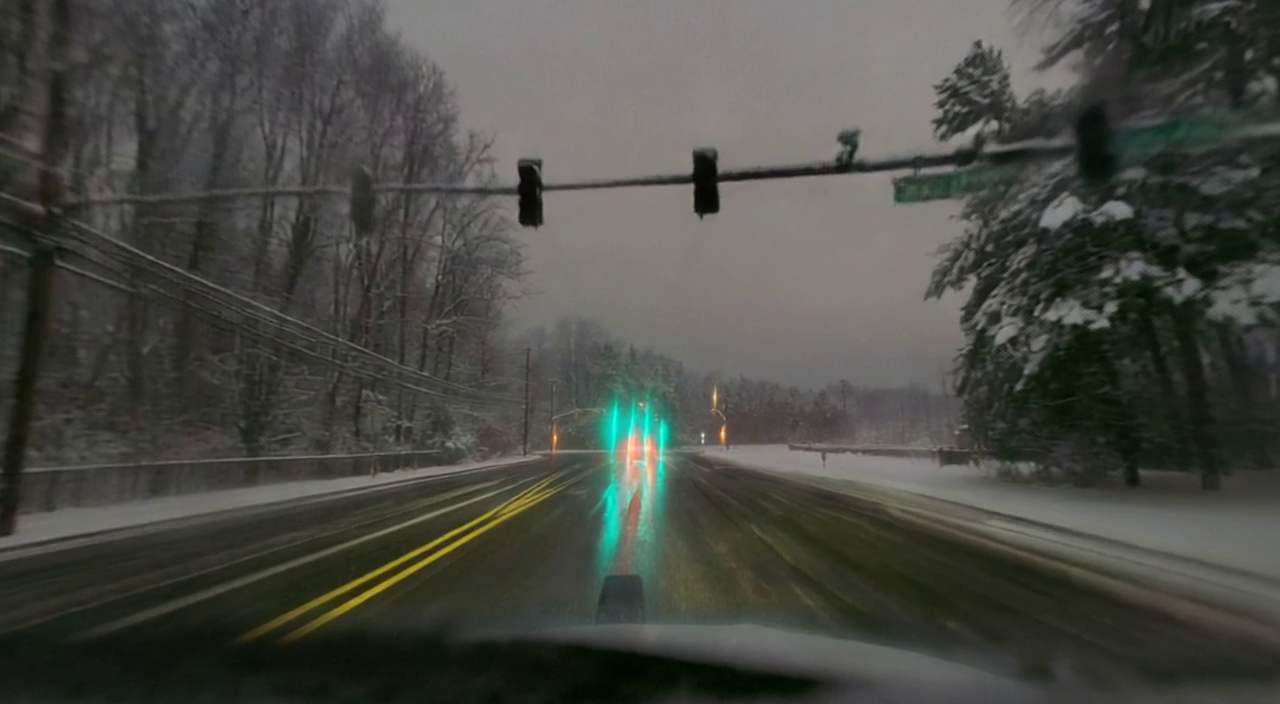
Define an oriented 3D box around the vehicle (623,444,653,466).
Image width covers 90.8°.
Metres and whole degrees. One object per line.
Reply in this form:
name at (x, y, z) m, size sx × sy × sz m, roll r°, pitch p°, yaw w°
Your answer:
vehicle at (-0.113, 7.282, 44.669) m, size 2.042 × 1.489 × 3.963 m, roll 0°, pitch -9°, yaw 1°
